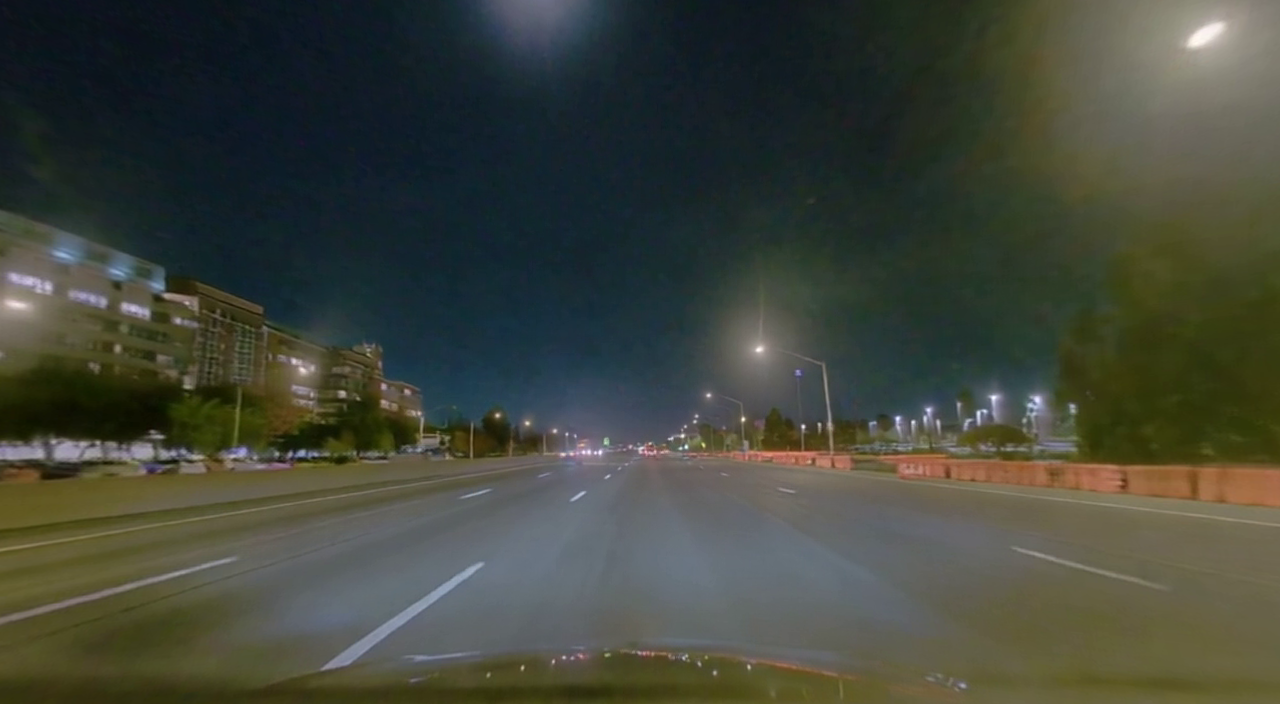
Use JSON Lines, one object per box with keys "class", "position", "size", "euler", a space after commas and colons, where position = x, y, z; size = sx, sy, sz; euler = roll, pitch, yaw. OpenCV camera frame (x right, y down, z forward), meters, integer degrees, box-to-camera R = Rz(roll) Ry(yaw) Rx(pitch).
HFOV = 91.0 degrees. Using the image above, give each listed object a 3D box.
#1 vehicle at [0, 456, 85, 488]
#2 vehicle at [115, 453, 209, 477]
{"class": "vehicle", "position": [-38.426, 7.425, 38.927], "size": [6.140, 1.772, 2.262], "euler": [-3, -9, 2]}
{"class": "vehicle", "position": [-37.551, 8.867, 49.543], "size": [5.655, 1.840, 2.300], "euler": [-1, -9, 4]}
